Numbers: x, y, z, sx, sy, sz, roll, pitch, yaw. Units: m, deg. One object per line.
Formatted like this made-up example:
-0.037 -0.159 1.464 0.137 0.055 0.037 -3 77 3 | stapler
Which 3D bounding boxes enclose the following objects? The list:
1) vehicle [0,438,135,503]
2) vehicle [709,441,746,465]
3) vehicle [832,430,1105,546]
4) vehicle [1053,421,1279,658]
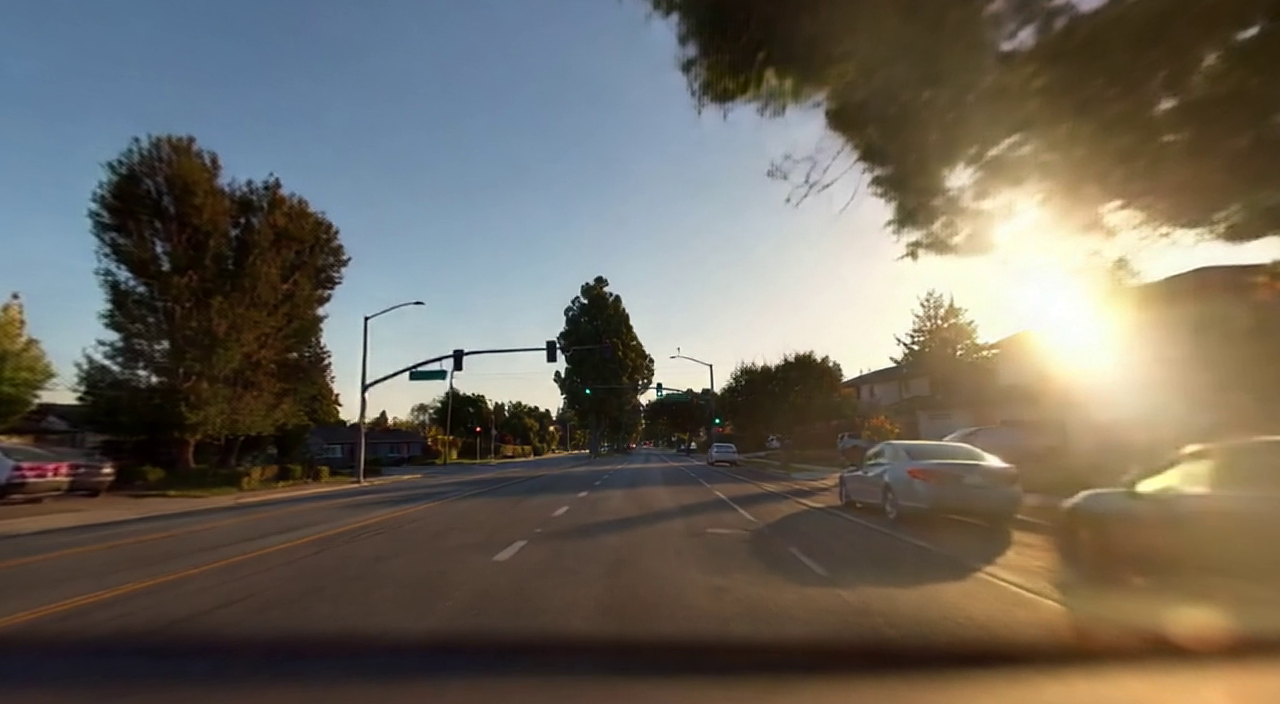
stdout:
-19.339 3.743 20.142 4.609 1.948 1.995 0 -8 1 | vehicle
5.861 6.822 42.745 1.950 1.567 4.083 0 -8 1 | vehicle
5.142 2.172 10.879 1.997 1.521 4.747 0 -8 -2 | vehicle
5.000 1.192 4.056 1.895 1.487 4.176 0 -8 1 | vehicle
